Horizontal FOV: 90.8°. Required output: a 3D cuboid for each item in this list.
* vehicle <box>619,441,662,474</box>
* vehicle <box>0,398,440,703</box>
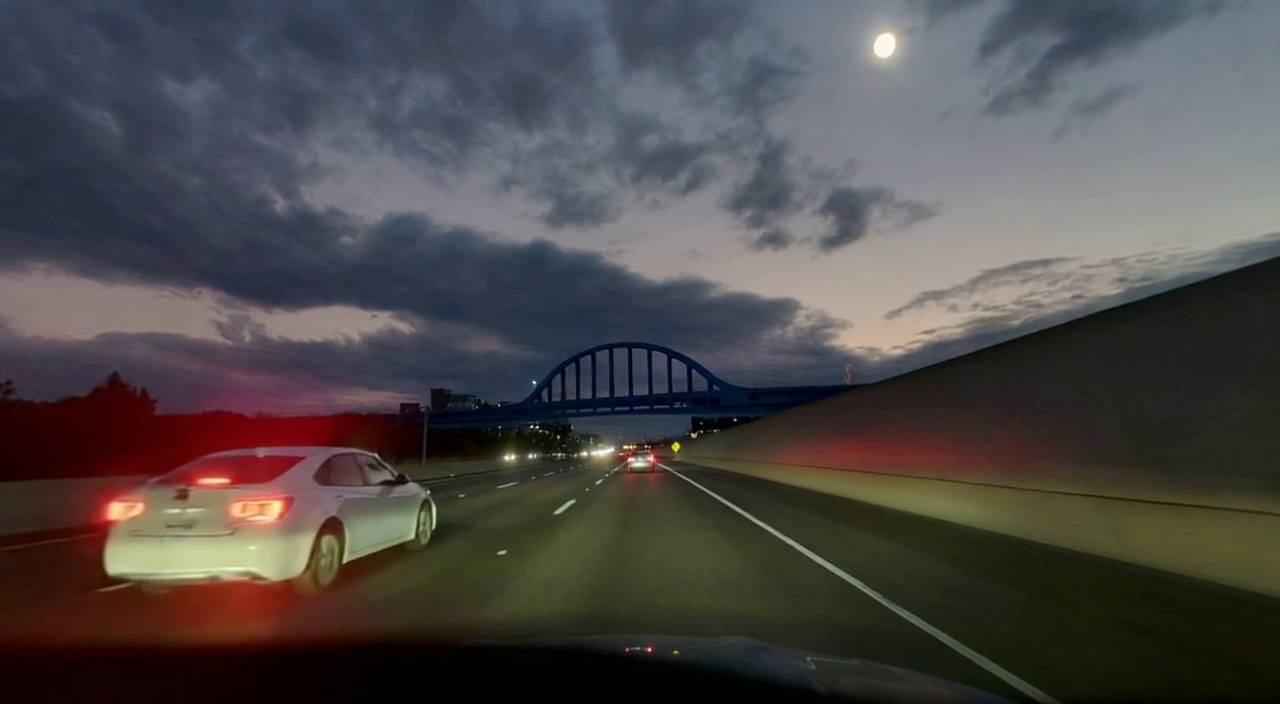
[{"bbox_3d":[0.009,6.018,36.161,2.299,1.716,4.579,0,-9,0],"label":"vehicle"},{"bbox_3d":[-3.360,1.300,4.731,2.095,1.498,4.854,0,-9,0],"label":"vehicle"}]
